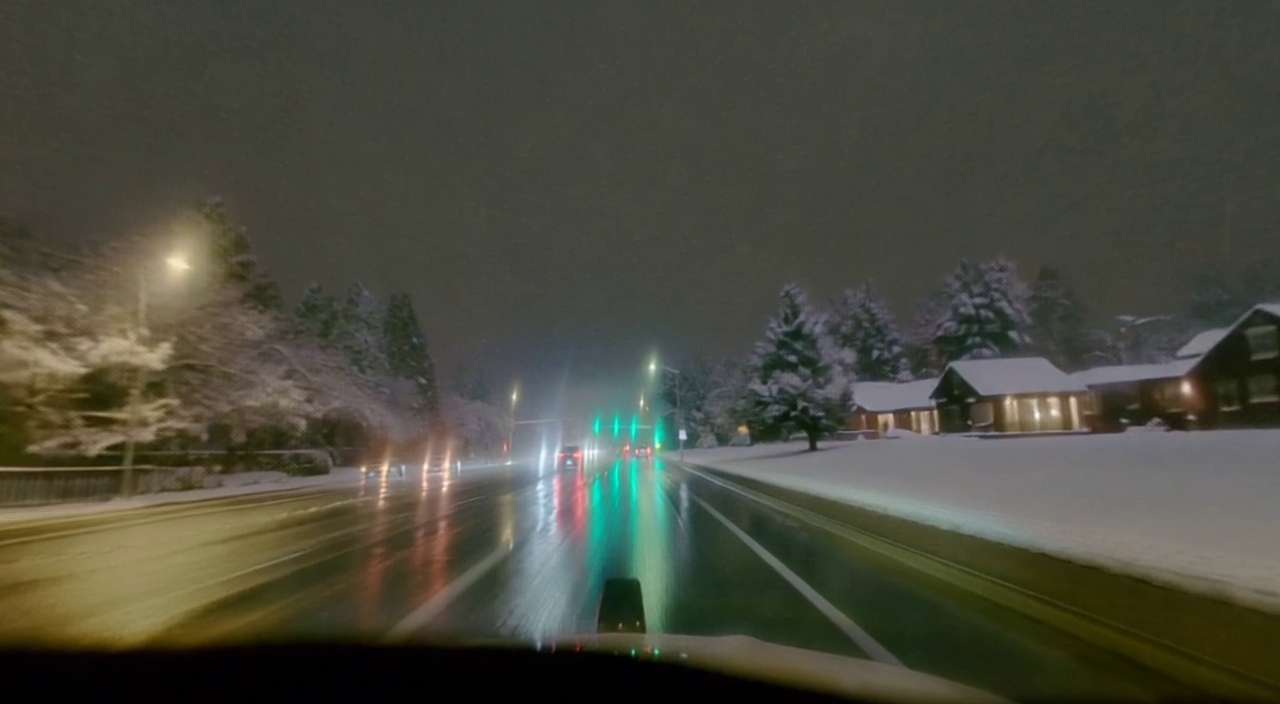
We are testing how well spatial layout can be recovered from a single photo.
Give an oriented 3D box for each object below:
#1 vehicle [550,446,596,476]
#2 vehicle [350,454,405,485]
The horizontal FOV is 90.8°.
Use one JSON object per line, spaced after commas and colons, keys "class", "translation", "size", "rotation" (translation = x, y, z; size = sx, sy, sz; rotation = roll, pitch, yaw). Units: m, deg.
{"class": "vehicle", "translation": [-3.554, 5.834, 34.060], "size": [1.992, 1.447, 4.044], "rotation": [0, -8, 0]}
{"class": "vehicle", "translation": [-17.530, 7.825, 42.372], "size": [1.948, 1.602, 4.544], "rotation": [-4, -7, -3]}
